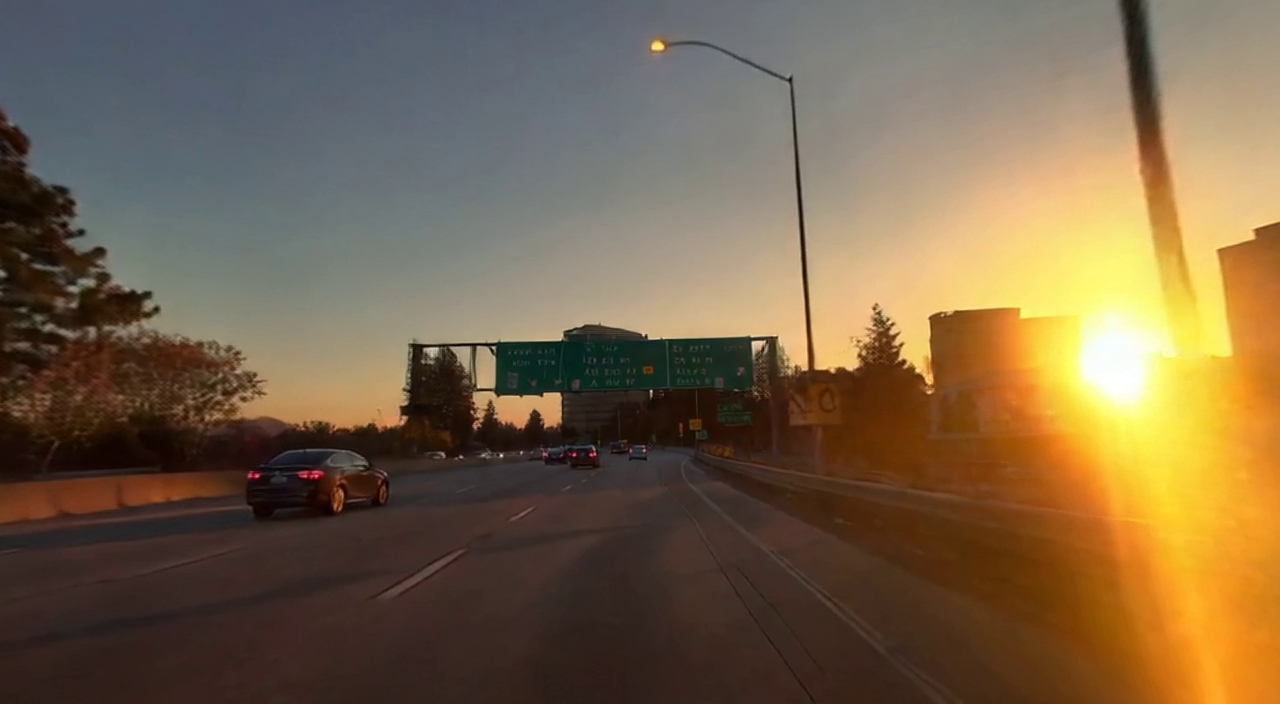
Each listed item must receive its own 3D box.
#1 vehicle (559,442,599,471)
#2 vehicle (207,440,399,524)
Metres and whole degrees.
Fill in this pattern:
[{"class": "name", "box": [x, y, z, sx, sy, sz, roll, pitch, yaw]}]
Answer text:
[{"class": "vehicle", "box": [-3.983, 6.915, 41.880, 2.158, 1.717, 4.375, -1, -8, 1]}, {"class": "vehicle", "box": [-7.745, 2.988, 15.127, 2.071, 1.661, 4.540, -1, -8, 0]}]
